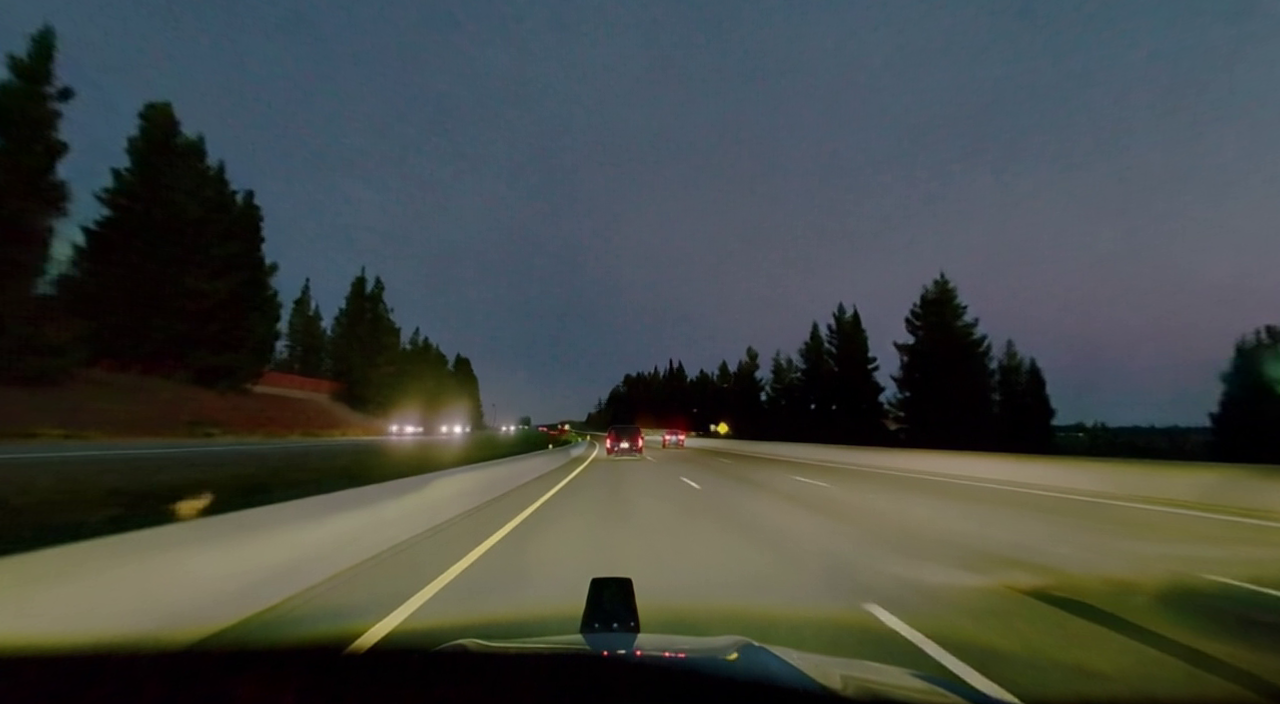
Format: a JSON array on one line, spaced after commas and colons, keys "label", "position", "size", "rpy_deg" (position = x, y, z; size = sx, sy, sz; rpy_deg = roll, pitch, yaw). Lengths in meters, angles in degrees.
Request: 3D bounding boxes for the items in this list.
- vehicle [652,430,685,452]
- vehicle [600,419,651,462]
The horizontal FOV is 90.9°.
[{"label": "vehicle", "position": [2.079, 6.618, 47.019], "size": [1.996, 1.589, 3.715], "rpy_deg": [1, -8, -4]}, {"label": "vehicle", "position": [-0.789, 4.468, 31.809], "size": [2.403, 1.994, 4.683], "rpy_deg": [0, -8, -3]}]
